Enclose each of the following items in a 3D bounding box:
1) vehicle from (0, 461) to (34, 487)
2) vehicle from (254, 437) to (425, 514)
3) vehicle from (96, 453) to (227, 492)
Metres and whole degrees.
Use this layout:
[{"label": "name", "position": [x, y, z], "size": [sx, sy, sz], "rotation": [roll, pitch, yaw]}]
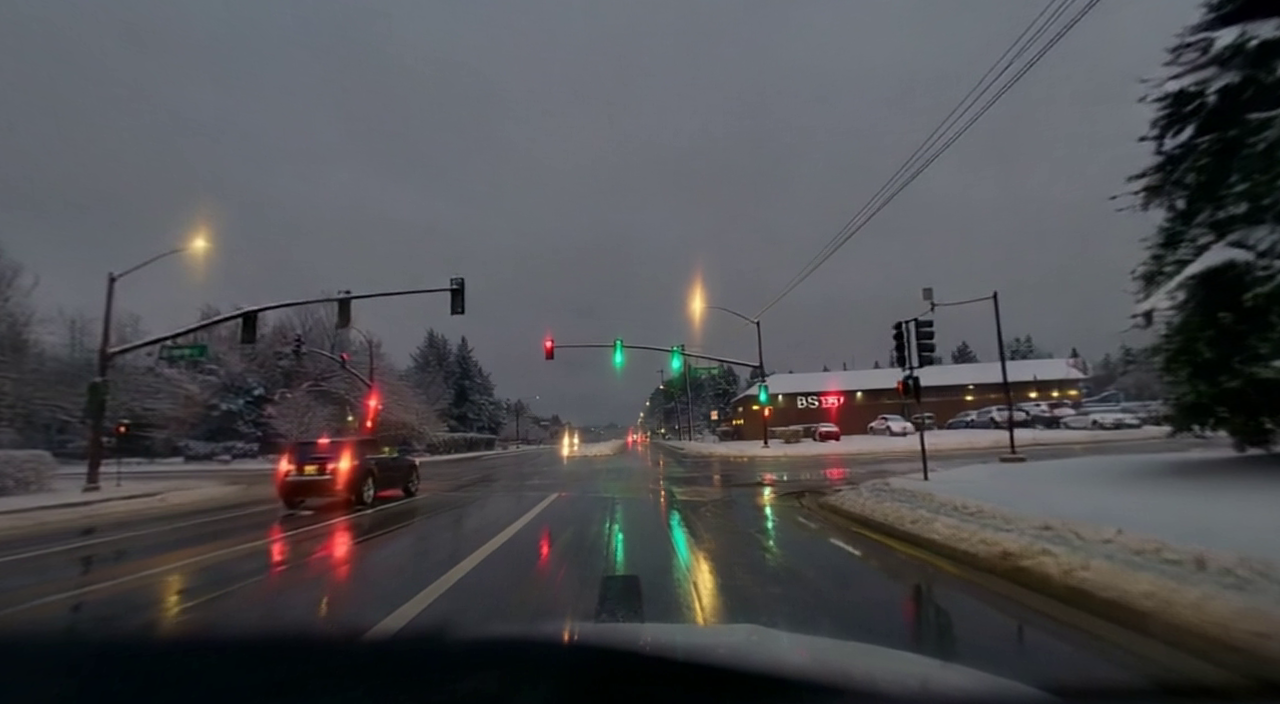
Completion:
[{"label": "vehicle", "position": [-40.485, 7.735, 40.209], "size": [1.906, 1.496, 4.381], "rotation": [5, -10, -33]}, {"label": "vehicle", "position": [-6.498, 2.690, 14.280], "size": [1.928, 1.451, 4.219], "rotation": [0, -9, -2]}, {"label": "vehicle", "position": [-22.953, 5.758, 30.444], "size": [4.722, 1.741, 2.142], "rotation": [-1, -9, 6]}]
